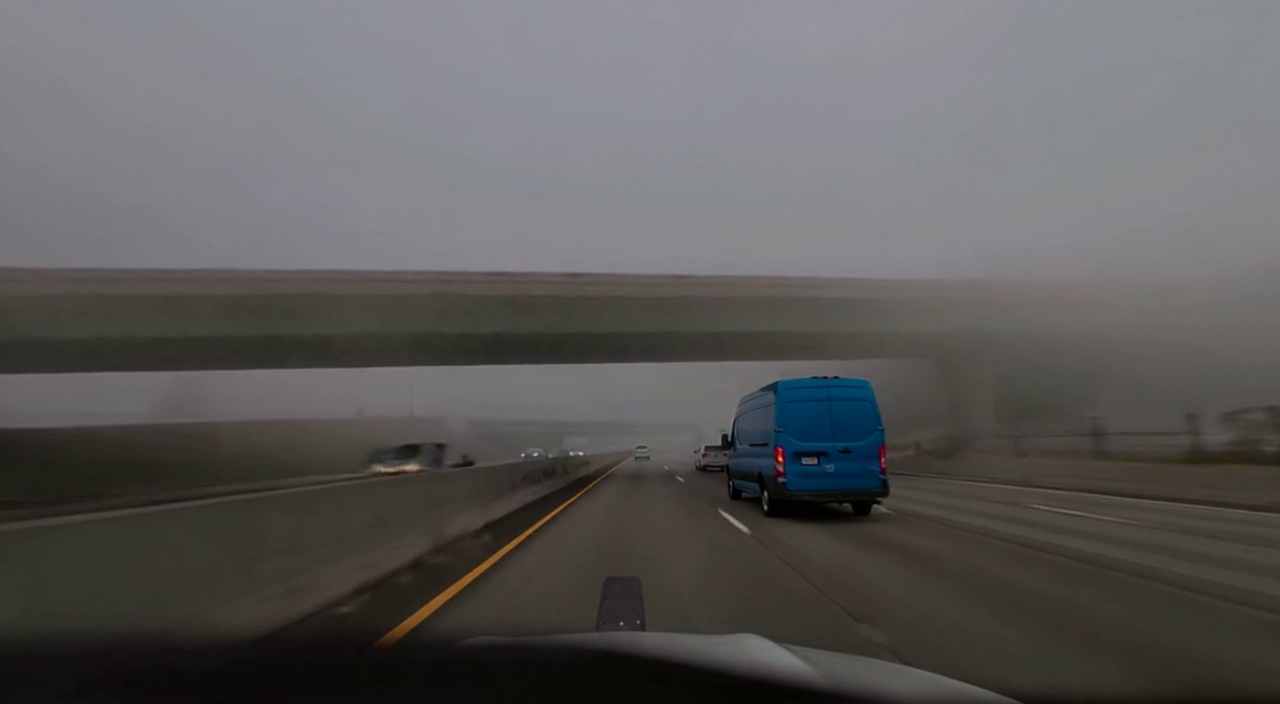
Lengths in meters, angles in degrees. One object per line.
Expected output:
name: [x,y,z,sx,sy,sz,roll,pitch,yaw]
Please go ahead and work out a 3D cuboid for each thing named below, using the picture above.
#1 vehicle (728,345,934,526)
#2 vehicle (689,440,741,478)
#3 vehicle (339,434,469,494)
vehicle: [3.807,1.962,14.499,2.460,3.155,6.902,0,-9,0]
vehicle: [3.593,5.226,31.013,2.009,1.731,4.149,0,-9,-1]
vehicle: [-7.200,3.478,19.919,2.317,1.632,4.613,0,-9,0]
